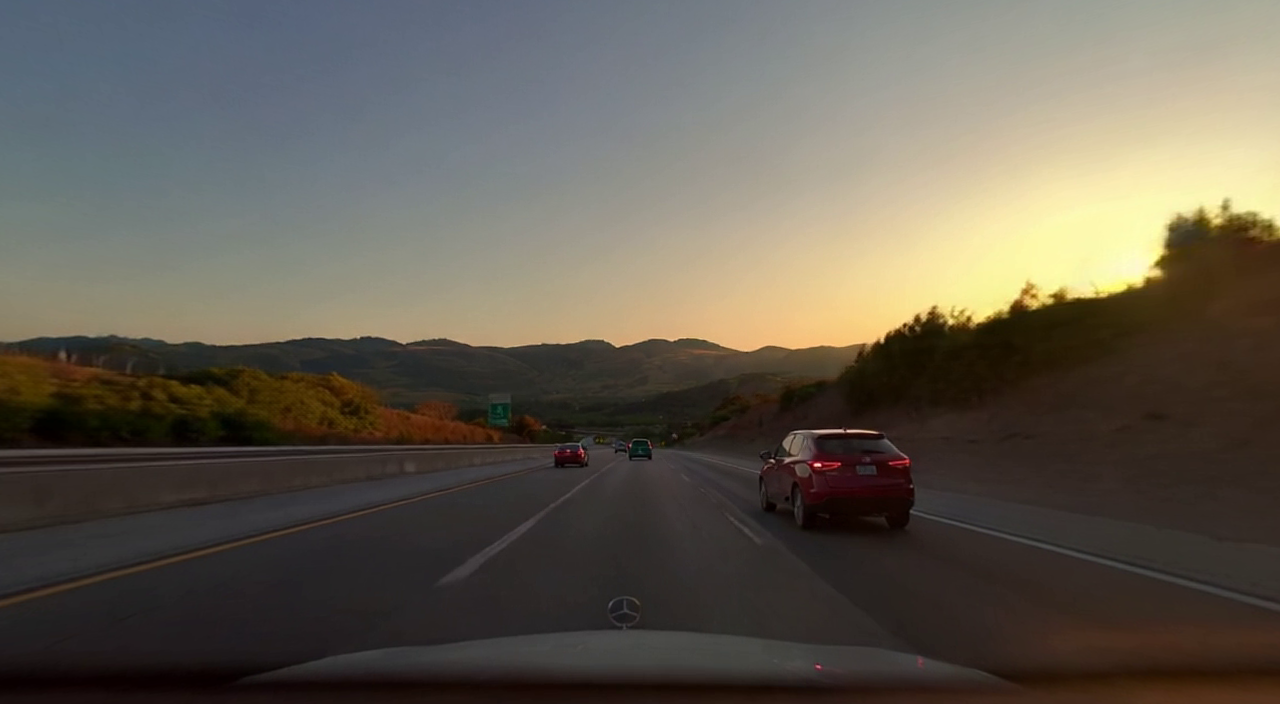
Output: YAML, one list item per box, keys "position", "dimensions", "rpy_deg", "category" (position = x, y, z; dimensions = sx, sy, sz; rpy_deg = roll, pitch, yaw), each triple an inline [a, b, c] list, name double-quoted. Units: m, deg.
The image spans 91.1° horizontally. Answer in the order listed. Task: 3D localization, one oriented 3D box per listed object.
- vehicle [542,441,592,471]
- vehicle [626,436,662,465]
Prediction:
- position: [-3.790, 5.473, 33.372]
  dimensions: [2.082, 1.485, 4.237]
  rpy_deg: [0, -8, 1]
  category: "vehicle"
- position: [0.250, 6.568, 42.041]
  dimensions: [2.272, 1.836, 4.866]
  rpy_deg: [0, -8, 0]
  category: "vehicle"
